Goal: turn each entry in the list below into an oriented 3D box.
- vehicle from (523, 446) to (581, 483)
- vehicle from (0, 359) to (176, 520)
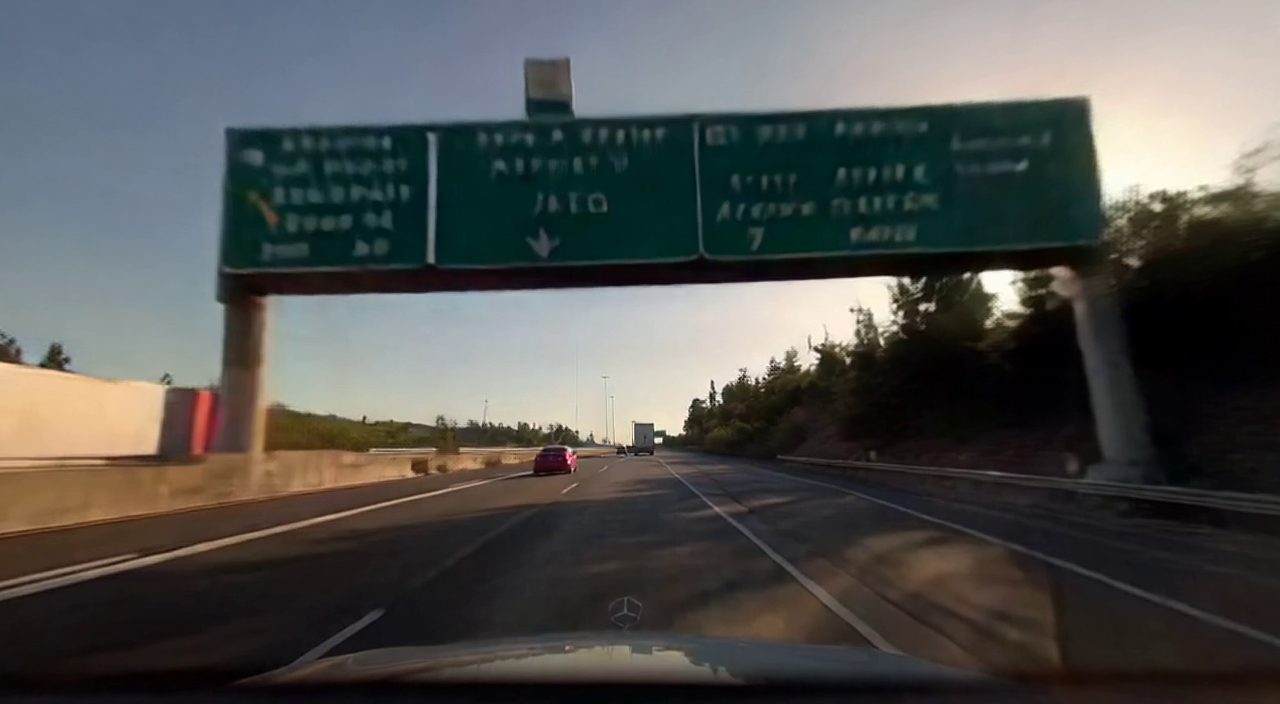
[{"bbox_3d":[-3.733,4.860,27.535,1.886,1.465,4.119,0,-9,1],"label":"vehicle"},{"bbox_3d":[-17.487,2.467,17.425,2.916,3.983,8.272,0,-9,0],"label":"vehicle"}]
